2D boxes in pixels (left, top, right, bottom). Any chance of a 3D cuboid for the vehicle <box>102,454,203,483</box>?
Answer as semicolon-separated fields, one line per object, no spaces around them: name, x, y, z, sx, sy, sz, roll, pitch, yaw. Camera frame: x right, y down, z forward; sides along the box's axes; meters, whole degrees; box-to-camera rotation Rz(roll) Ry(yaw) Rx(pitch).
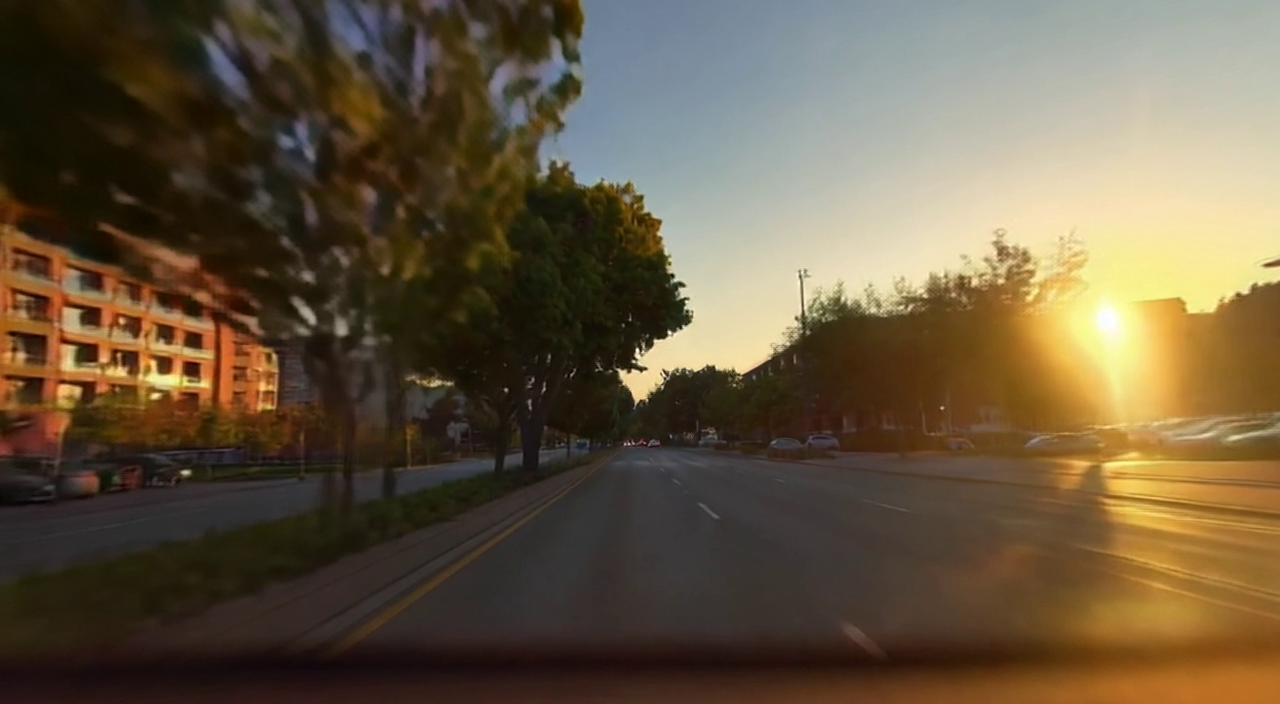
vehicle;-30.341;7.258;39.412;4.679;1.661;1.923;0;-8;0

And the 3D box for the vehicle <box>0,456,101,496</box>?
vehicle;-28.799;5.896;30.367;1.989;1.692;4.362;0;-8;-3
